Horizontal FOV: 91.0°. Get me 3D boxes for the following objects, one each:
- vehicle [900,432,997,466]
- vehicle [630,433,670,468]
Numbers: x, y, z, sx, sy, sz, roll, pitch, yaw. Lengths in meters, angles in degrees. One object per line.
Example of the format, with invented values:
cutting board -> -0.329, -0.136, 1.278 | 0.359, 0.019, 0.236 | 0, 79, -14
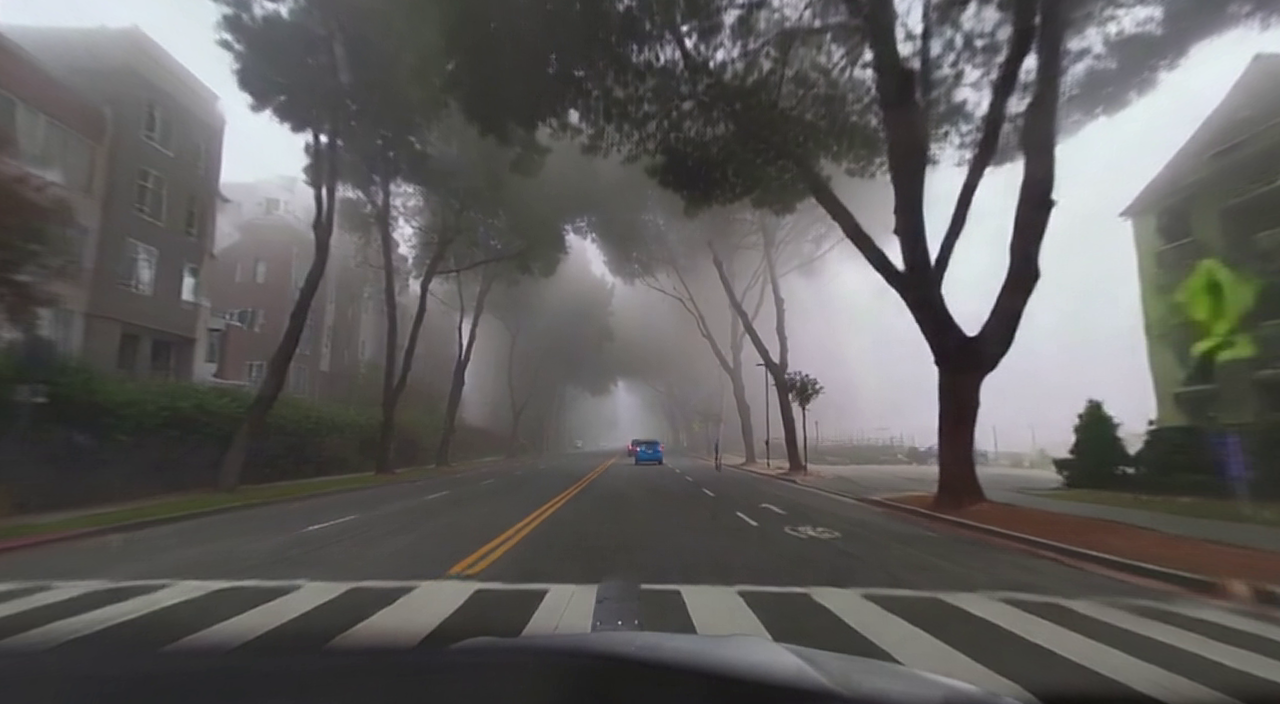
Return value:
vehicle -> 17.178, 5.429, 35.215 | 4.237, 1.819, 2.245 | 0, -8, 0
vehicle -> 0.461, 5.079, 32.655 | 1.981, 1.703, 3.691 | 0, -8, -1
